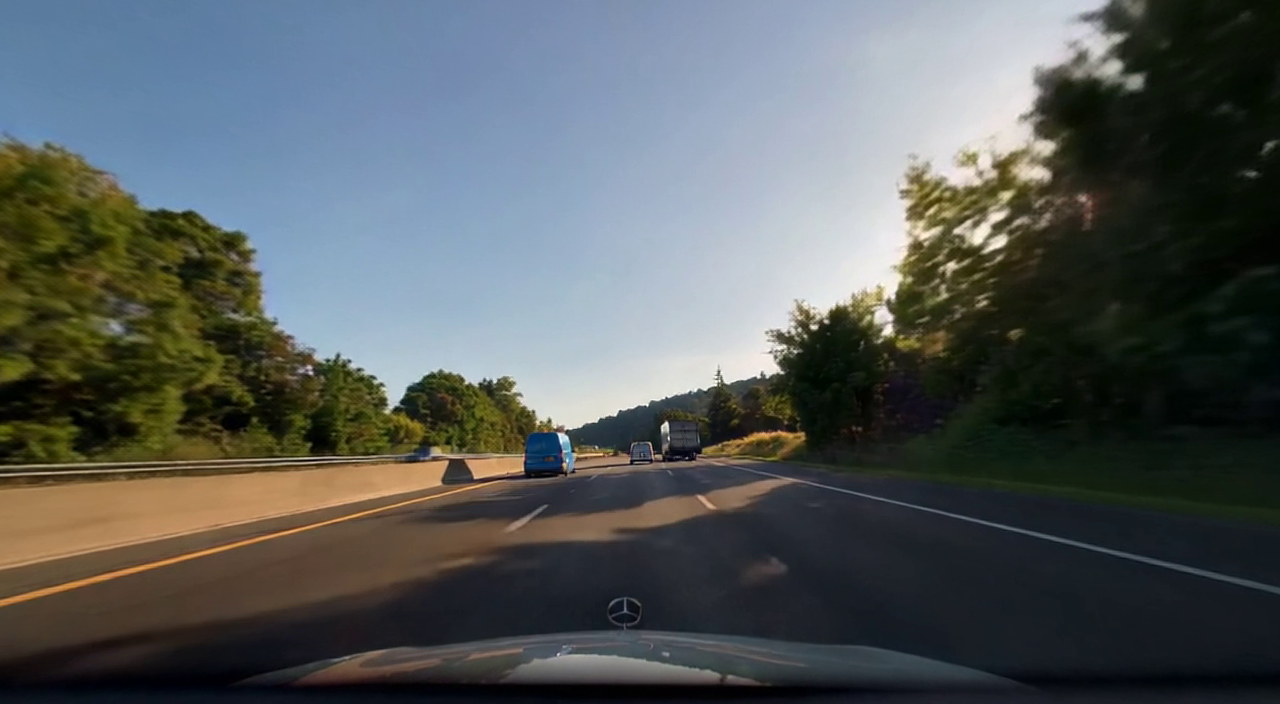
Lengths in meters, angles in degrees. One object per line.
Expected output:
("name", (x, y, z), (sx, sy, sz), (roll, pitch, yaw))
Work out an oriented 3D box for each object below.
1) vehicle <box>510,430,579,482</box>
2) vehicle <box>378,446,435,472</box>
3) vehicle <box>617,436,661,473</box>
("vehicle", (-3.939, 4.413, 27.006), (2.167, 1.991, 5.062), (0, -9, 0))
("vehicle", (-14.885, 6.828, 40.454), (1.896, 1.515, 4.601), (-1, -8, 0))
("vehicle", (-0.055, 5.519, 33.975), (2.209, 1.825, 4.036), (-1, -9, 0))
